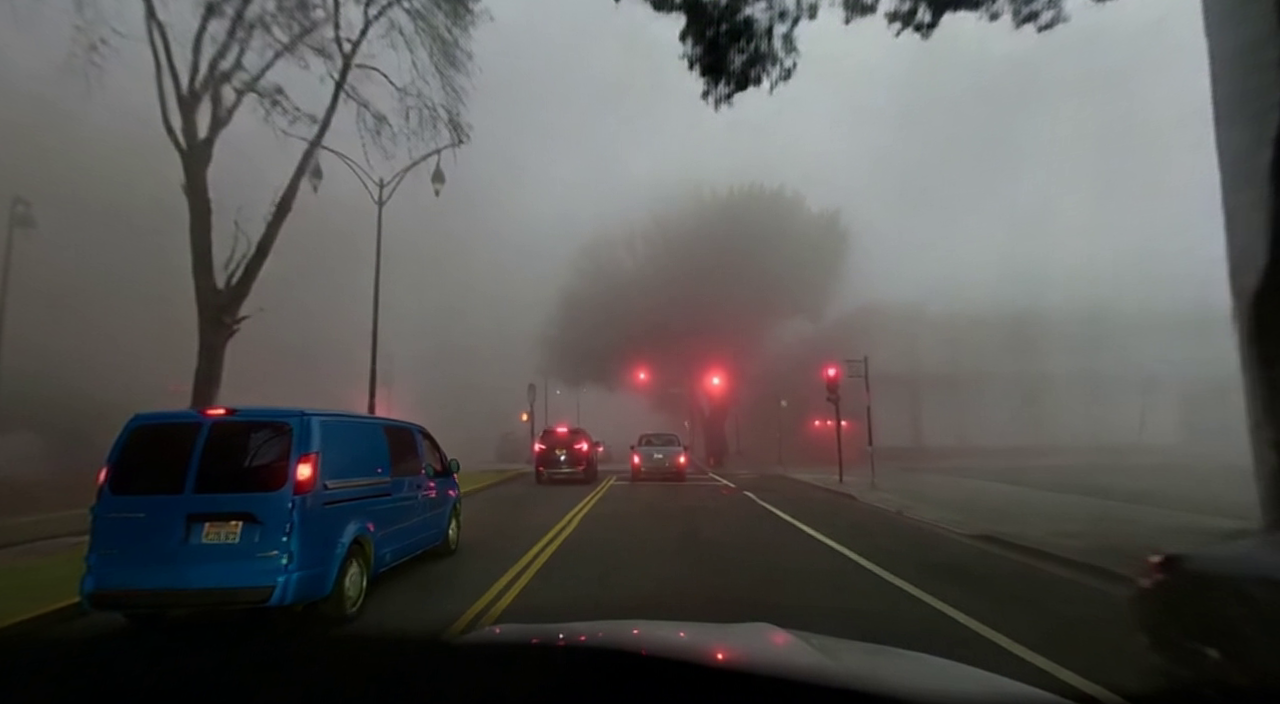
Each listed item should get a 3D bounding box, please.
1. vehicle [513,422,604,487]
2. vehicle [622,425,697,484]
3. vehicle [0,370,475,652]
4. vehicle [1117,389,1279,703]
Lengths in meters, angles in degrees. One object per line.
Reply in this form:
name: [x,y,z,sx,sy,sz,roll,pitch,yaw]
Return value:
vehicle: [-2.408,3.168,19.835,2.124,1.799,4.587,0,-8,2]
vehicle: [0.626,3.329,20.735,2.205,1.727,3.917,0,-8,2]
vehicle: [-3.039,1.236,5.845,1.940,1.722,3.823,0,-8,0]
vehicle: [3.529,0.692,1.062,2.067,1.479,4.409,0,-8,2]
